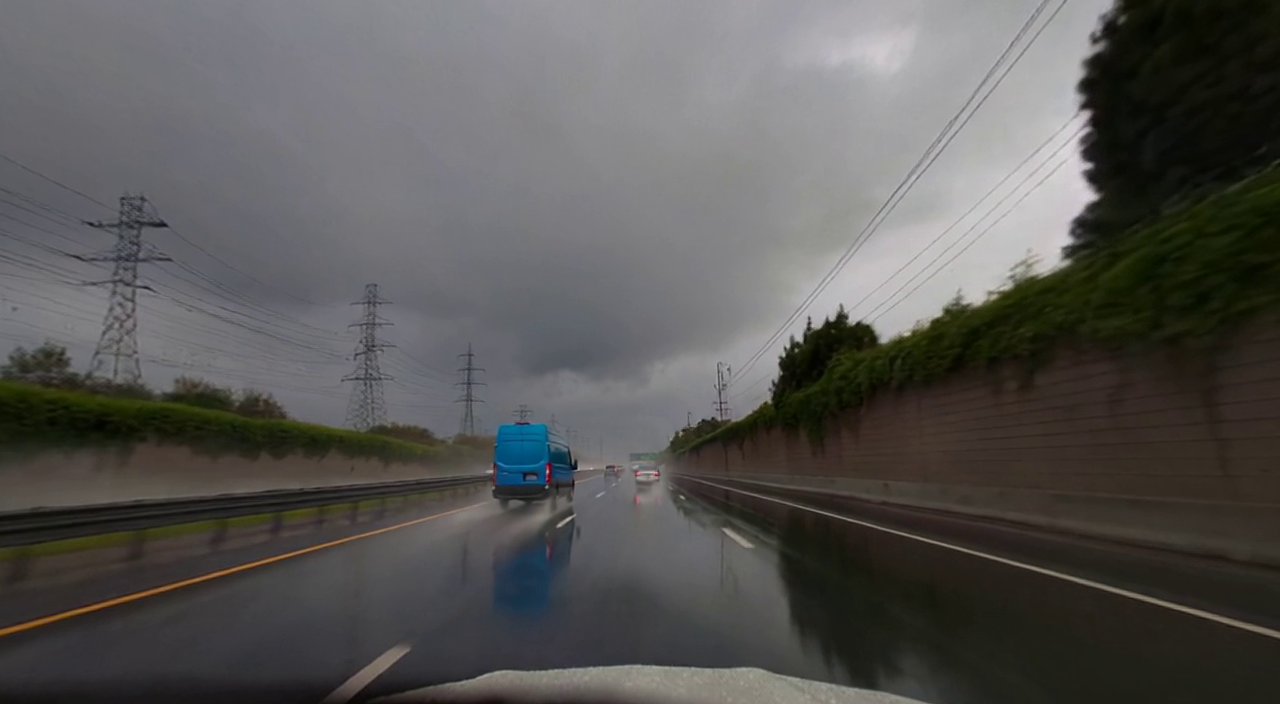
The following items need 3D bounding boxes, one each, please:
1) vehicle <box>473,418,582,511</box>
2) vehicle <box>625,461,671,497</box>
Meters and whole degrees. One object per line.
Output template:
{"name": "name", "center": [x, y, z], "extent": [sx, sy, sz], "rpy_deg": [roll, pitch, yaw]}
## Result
{"name": "vehicle", "center": [-3.534, 3.846, 21.467], "extent": [2.394, 2.609, 6.875], "rpy_deg": [1, -11, 0]}
{"name": "vehicle", "center": [0.336, 5.916, 29.531], "extent": [2.006, 1.554, 3.863], "rpy_deg": [1, -11, 0]}
